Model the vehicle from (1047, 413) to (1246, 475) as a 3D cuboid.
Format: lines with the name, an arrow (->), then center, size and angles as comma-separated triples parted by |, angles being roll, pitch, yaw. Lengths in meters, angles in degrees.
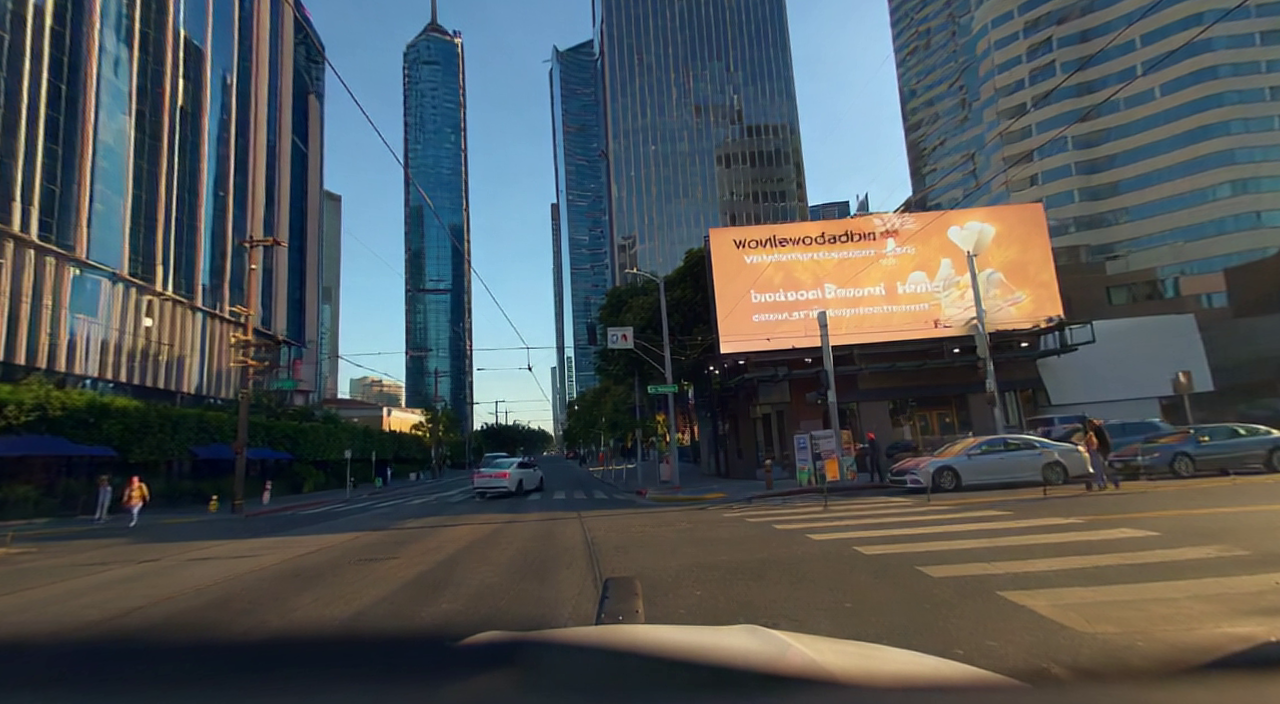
vehicle -> 16.754, 3.057, 21.078 | 4.944, 1.946, 1.952 | 0, -8, -3

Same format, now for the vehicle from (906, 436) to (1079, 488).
vehicle -> 11.388, 3.547, 20.576 | 4.697, 1.510, 1.596 | 0, -9, -4

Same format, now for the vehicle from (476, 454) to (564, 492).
vehicle -> -5.262, 5.340, 28.354 | 1.797, 1.490, 4.549 | -3, -9, 20

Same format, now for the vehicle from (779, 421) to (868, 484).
vehicle -> 7.579, 4.141, 26.634 | 2.316, 2.425, 4.466 | 1, -7, -2
